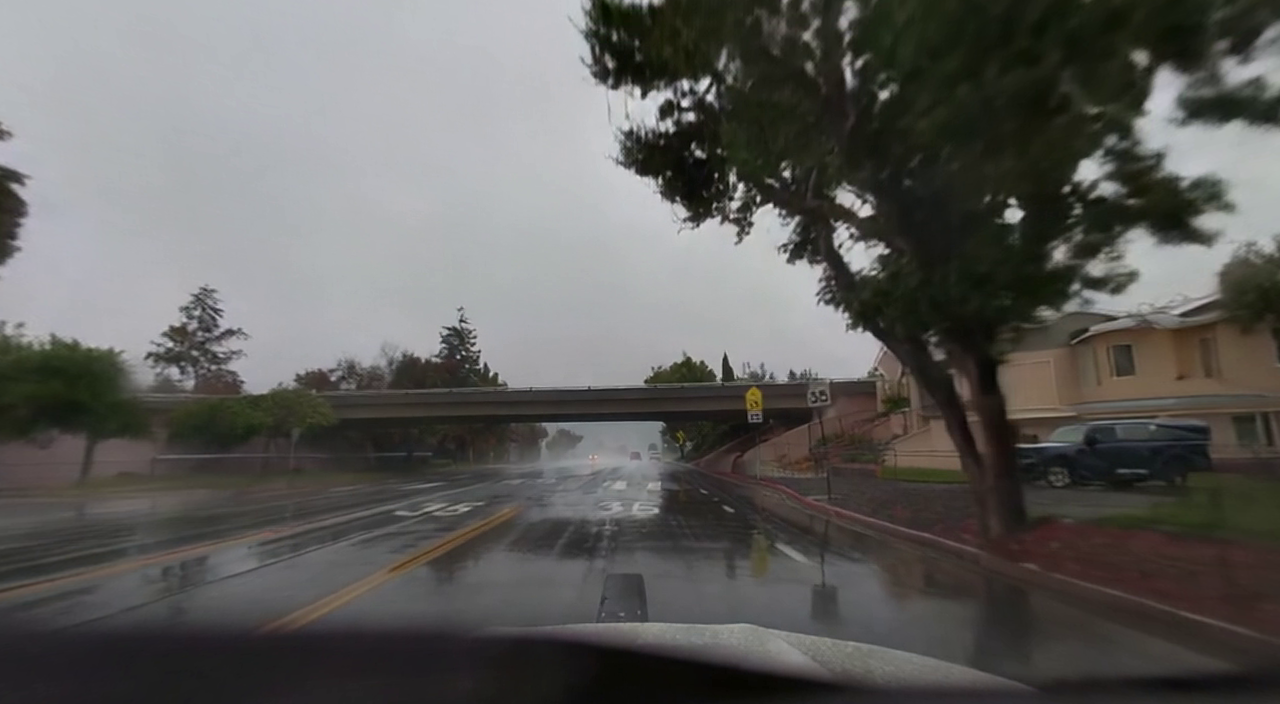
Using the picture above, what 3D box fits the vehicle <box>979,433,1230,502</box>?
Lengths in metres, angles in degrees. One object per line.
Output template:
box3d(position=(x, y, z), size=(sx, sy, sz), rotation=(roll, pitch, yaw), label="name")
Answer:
box3d(position=(11.354, 2.820, 15.859), size=(1.809, 1.432, 4.629), rotation=(5, -10, -31), label="vehicle")
